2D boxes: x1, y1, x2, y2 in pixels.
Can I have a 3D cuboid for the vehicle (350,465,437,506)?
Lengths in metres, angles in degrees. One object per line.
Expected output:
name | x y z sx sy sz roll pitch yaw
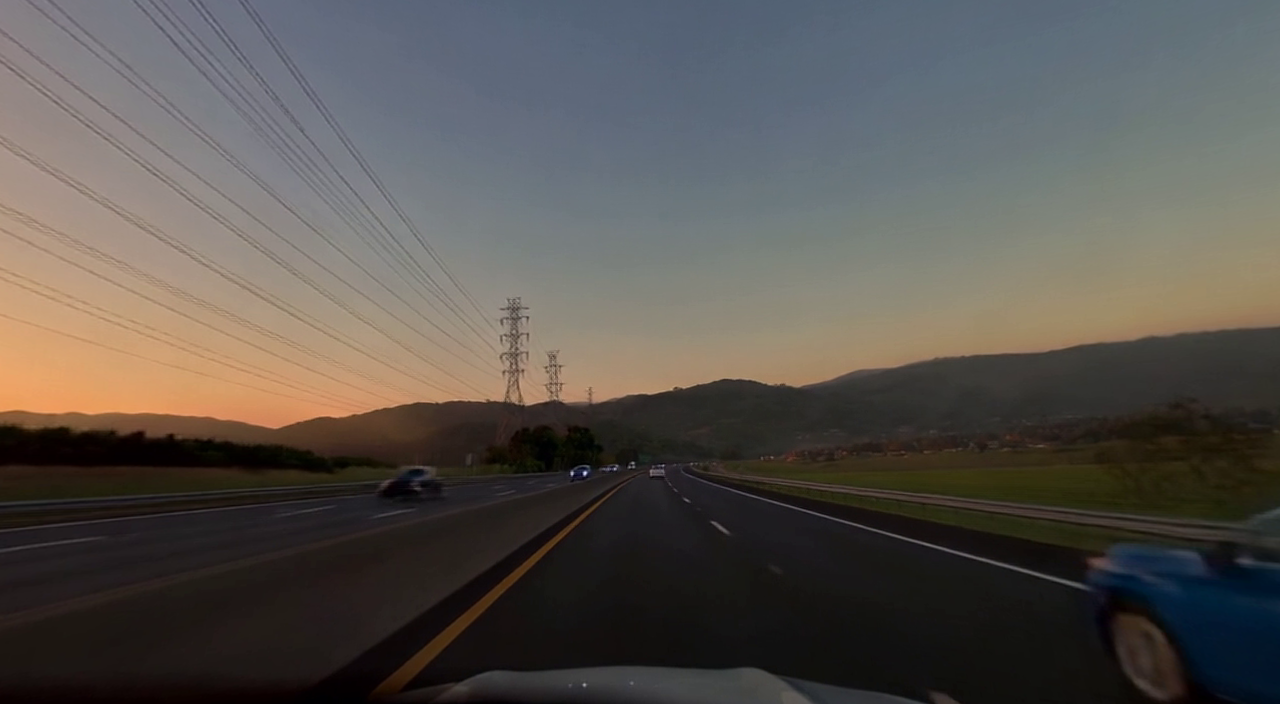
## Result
vehicle | -11.058 6.022 28.572 2.023 1.654 4.480 1 -10 2

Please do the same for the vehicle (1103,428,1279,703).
vehicle | 3.552 0.894 1.427 1.985 1.521 3.904 1 -10 0
